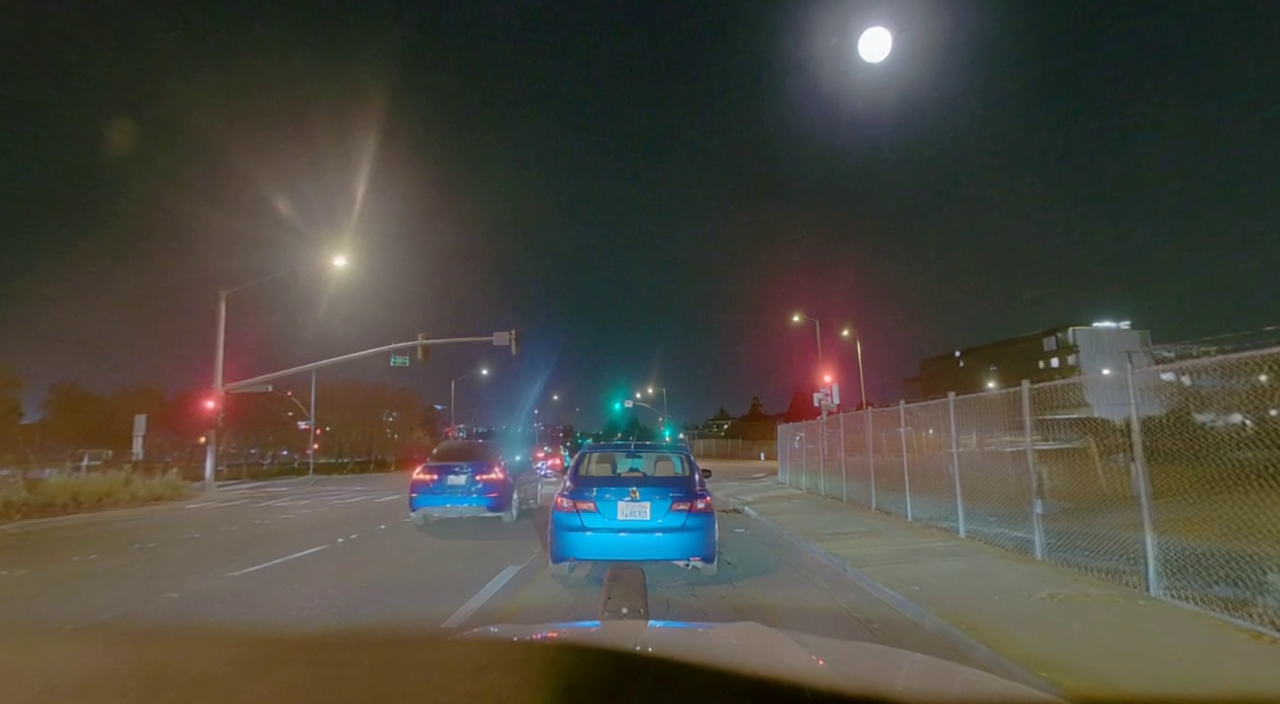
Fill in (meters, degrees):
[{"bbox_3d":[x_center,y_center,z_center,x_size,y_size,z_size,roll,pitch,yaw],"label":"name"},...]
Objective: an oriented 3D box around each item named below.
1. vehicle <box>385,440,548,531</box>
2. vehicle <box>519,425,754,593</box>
[{"bbox_3d":[-3.203,2.552,12.697,1.971,1.488,4.581,0,-9,0],"label":"vehicle"},{"bbox_3d":[-0.052,1.743,7.837,2.144,1.514,4.063,0,-9,-1],"label":"vehicle"}]
